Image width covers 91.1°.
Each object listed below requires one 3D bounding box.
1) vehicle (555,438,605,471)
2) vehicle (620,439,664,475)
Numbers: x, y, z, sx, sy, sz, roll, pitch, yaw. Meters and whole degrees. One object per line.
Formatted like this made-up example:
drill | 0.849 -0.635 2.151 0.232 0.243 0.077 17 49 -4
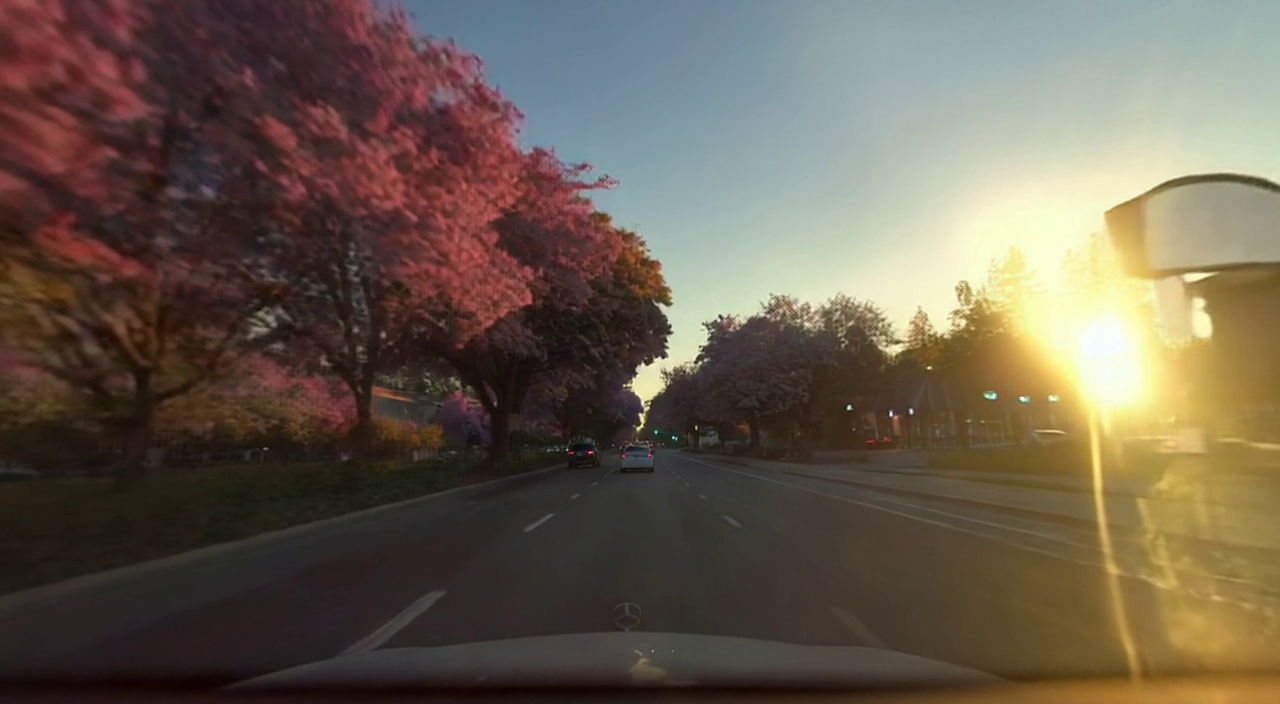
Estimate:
vehicle | -3.470 6.071 37.491 2.453 1.844 4.751 0 -8 1
vehicle | 0.136 5.426 32.654 2.149 1.701 4.379 0 -8 1
